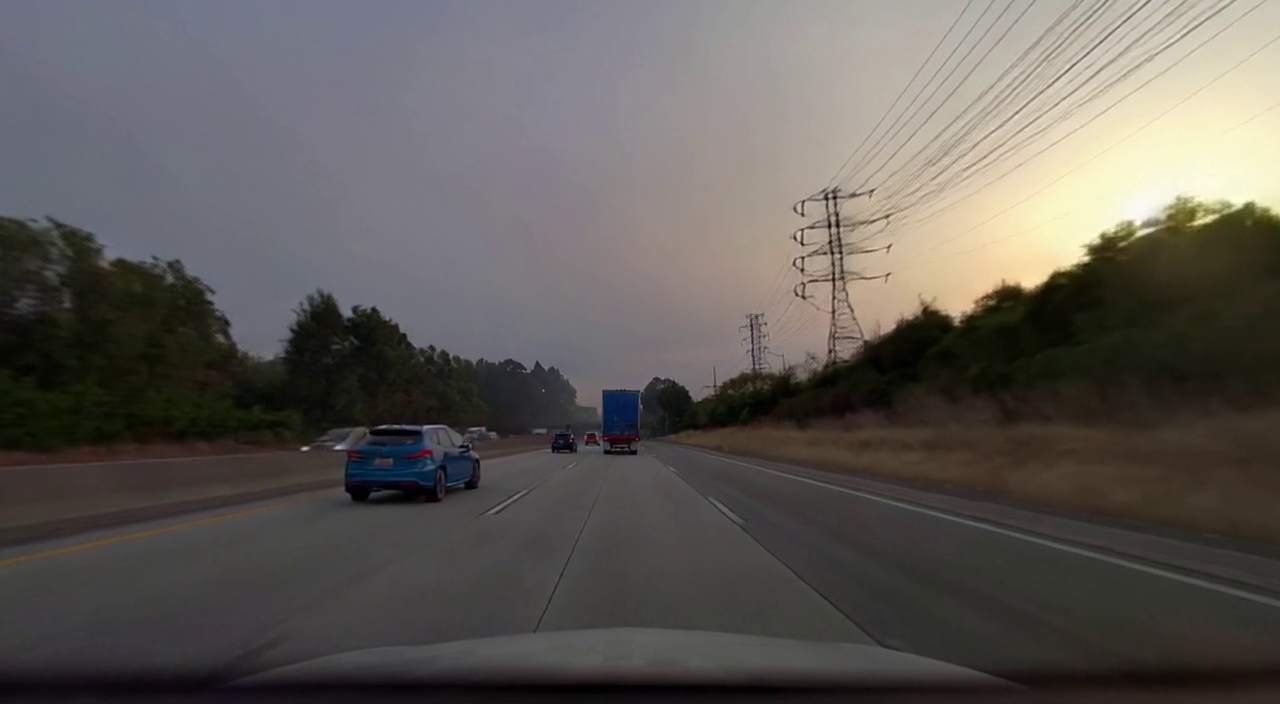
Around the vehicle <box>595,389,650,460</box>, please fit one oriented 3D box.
[{"bbox_3d":[-1.093,4.641,39.391,2.955,3.851,9.915,0,-8,-2],"label":"vehicle"}]

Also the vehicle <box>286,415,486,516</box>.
[{"bbox_3d":[-4.641,2.129,12.406,2.117,1.618,4.480,0,-8,-1],"label":"vehicle"}]

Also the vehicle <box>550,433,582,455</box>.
[{"bbox_3d":[-5.394,6.754,46.338,1.934,1.549,4.194,0,-8,-2],"label":"vehicle"}]
